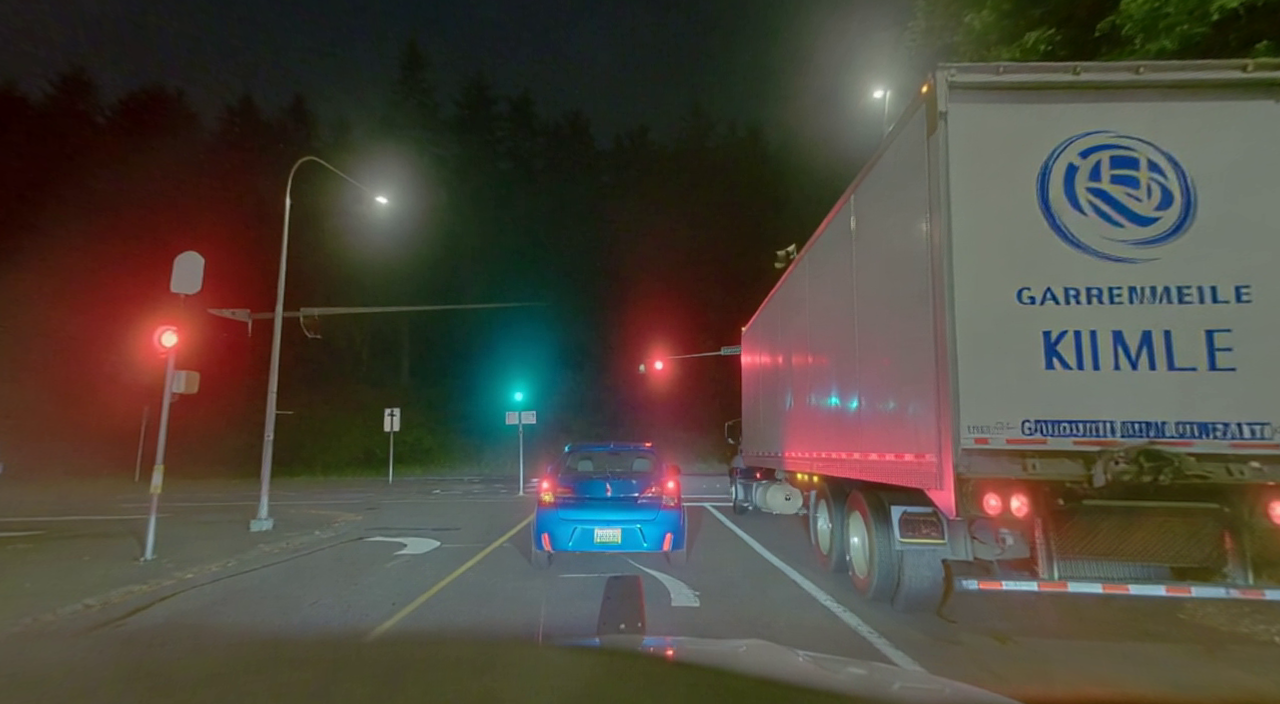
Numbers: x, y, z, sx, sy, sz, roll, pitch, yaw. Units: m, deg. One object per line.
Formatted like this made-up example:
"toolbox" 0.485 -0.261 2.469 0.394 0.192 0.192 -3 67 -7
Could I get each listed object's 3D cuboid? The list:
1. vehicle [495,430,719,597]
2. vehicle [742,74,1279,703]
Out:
"vehicle" -0.327 1.711 7.426 1.975 1.457 3.526 0 -9 -1
"vehicle" 3.522 0.845 8.545 2.884 3.753 9.763 0 -9 1
